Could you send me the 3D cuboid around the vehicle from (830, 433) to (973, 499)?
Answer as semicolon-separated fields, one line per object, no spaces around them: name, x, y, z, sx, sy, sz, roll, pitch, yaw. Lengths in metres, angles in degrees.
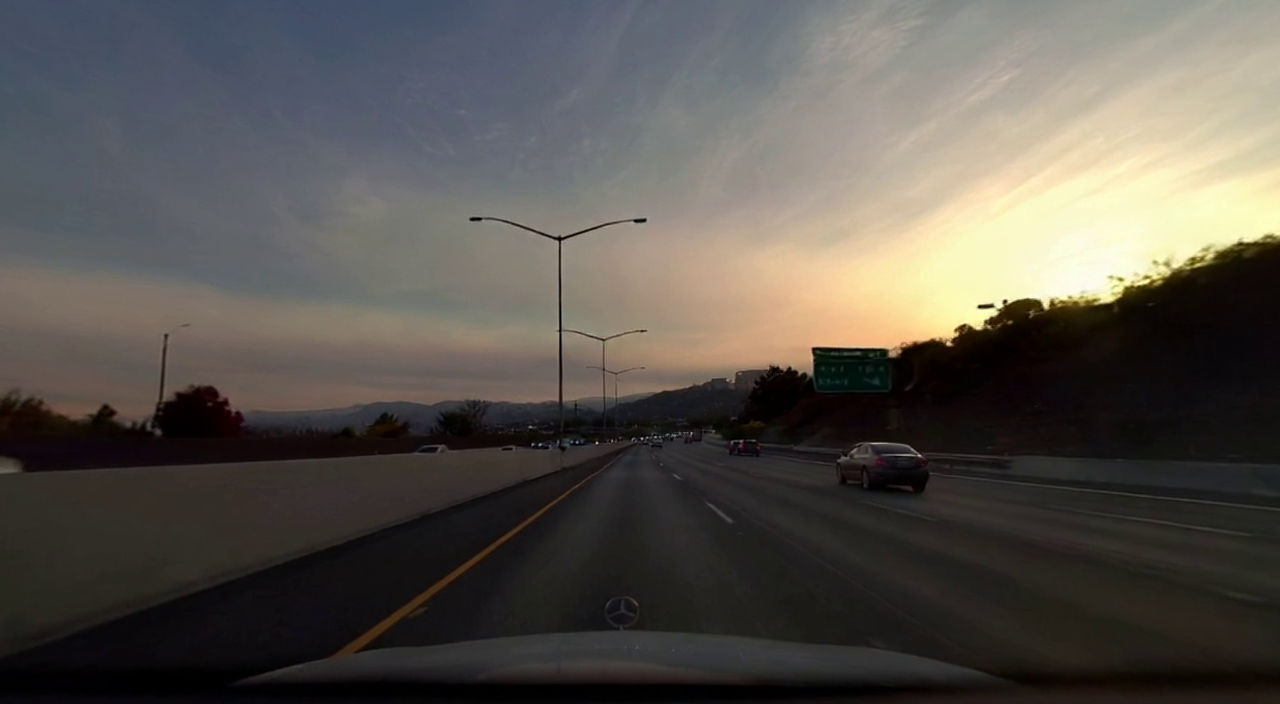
vehicle;6.985;3.086;17.542;1.901;1.548;4.684;0;-9;-1
